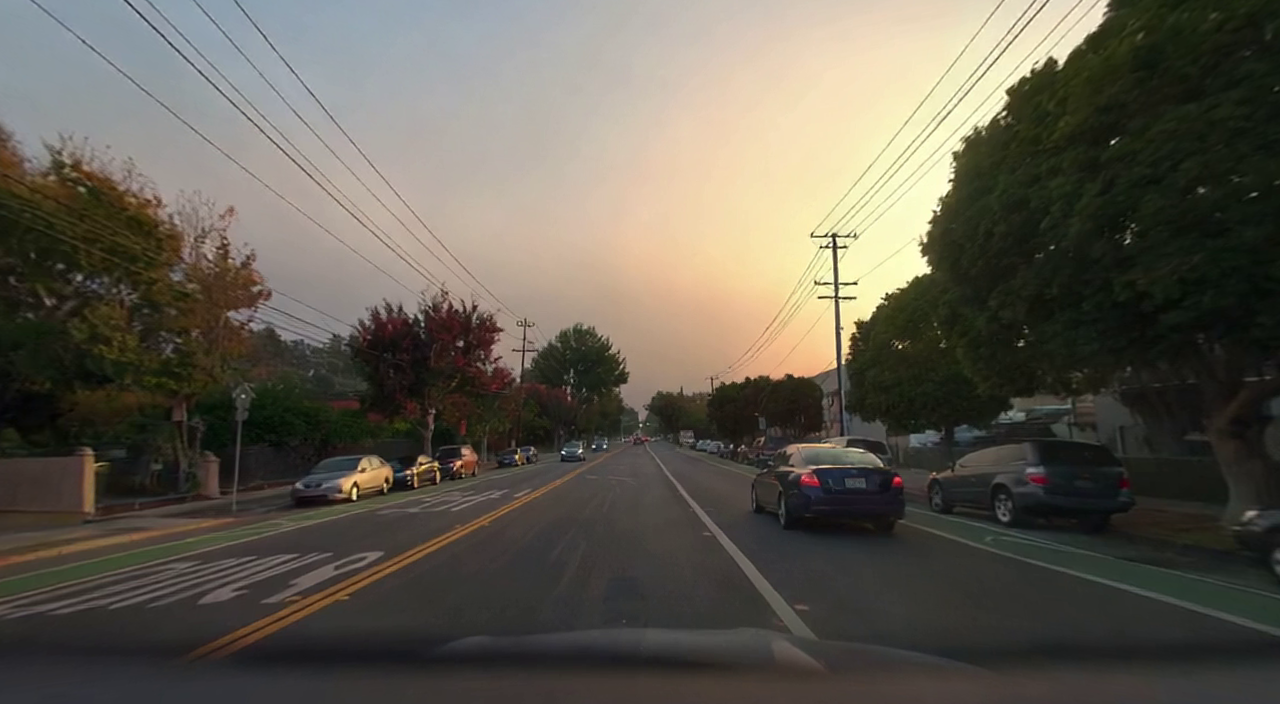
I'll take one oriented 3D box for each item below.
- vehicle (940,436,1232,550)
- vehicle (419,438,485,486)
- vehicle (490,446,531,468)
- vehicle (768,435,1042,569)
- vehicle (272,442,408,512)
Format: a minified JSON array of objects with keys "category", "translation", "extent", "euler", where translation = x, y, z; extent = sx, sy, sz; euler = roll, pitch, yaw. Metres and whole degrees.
[{"category":"vehicle","translation":[7.785,2.449,11.753],"extent":[2.044,1.682,4.466],"euler":[0,-9,-2]},{"category":"vehicle","translation":[-9.411,5.487,31.957],"extent":[1.981,1.975,4.534],"euler":[-3,-5,-1]},{"category":"vehicle","translation":[-9.295,7.560,45.661],"extent":[1.944,1.524,4.404],"euler":[-1,-8,1]},{"category":"vehicle","translation":[3.489,2.052,9.533],"extent":[2.059,1.489,4.629],"euler":[0,-9,-1]},{"category":"vehicle","translation":[-9.388,3.901,20.191],"extent":[1.961,1.683,4.483],"euler":[-8,-9,1]}]
